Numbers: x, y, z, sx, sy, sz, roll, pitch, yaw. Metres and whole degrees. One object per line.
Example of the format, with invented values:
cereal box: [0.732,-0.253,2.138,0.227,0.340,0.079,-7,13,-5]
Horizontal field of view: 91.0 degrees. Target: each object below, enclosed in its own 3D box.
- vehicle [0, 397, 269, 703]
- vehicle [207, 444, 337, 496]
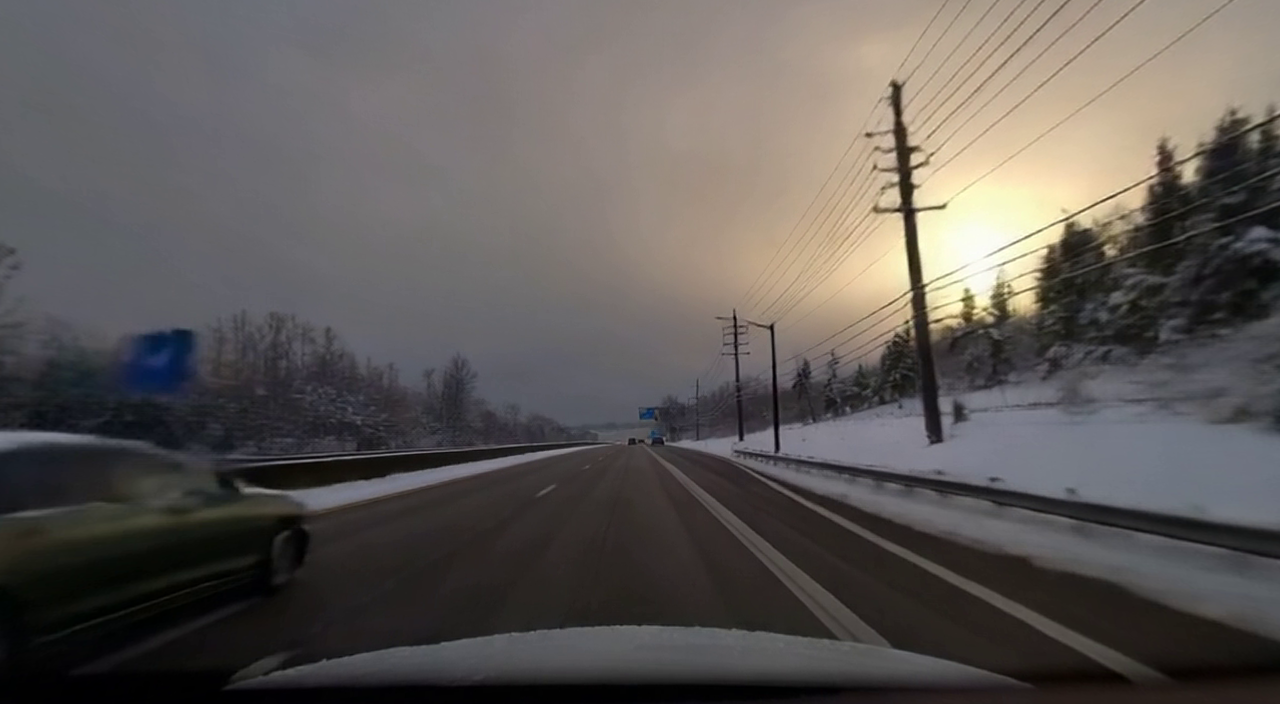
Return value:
vehicle: [-3.809,0.910,2.246,2.016,1.543,4.870,0,-8,0]
vehicle: [-11.773,3.750,20.503,1.755,1.466,4.208,0,-8,-1]
